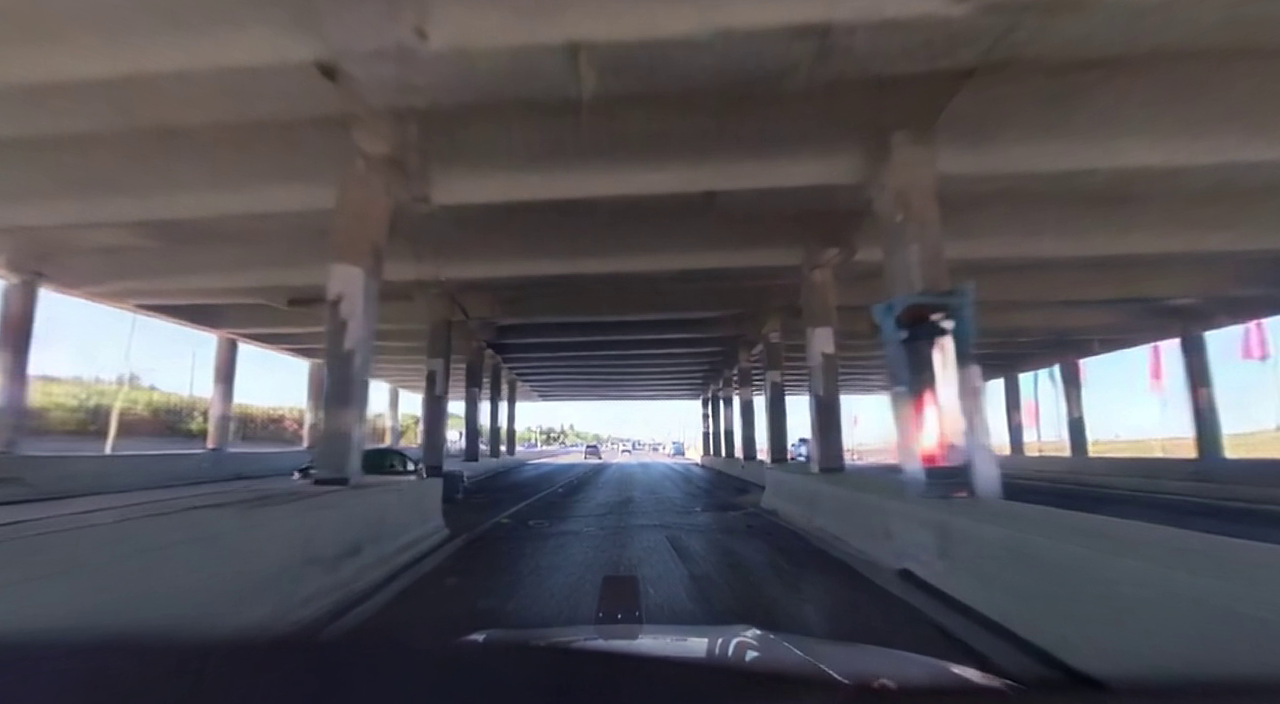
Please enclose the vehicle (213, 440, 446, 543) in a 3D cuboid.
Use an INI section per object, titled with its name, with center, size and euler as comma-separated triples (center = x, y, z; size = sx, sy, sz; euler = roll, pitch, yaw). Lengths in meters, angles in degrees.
[vehicle]
center = -5.193, 2.353, 11.401
size = 1.981, 1.465, 4.334
euler = 0, -8, 0
